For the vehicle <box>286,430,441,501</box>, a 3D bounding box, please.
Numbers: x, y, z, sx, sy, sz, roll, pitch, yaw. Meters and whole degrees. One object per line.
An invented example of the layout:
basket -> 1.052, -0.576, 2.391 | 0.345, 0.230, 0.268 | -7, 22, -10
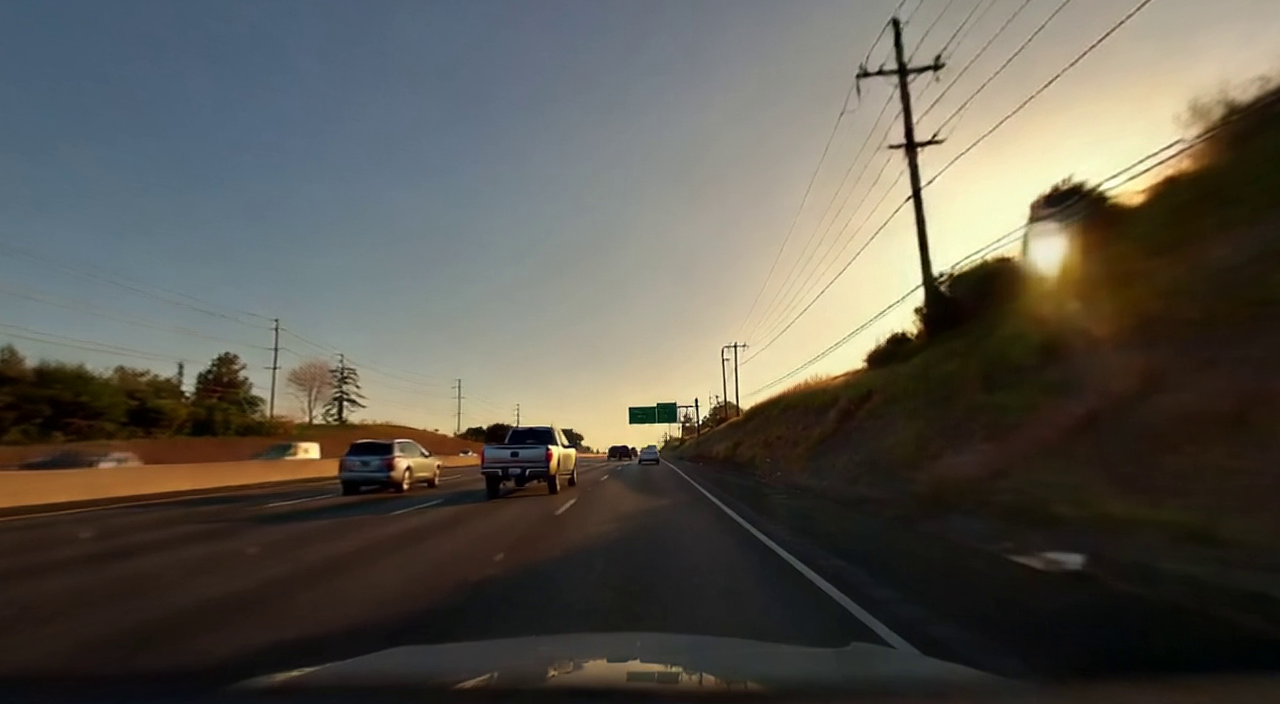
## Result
vehicle -> -7.491, 3.116, 17.740 | 2.143, 1.688, 4.776 | 0, -9, 1

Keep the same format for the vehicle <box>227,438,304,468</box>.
vehicle -> -23.995, 6.487, 40.597 | 2.054, 1.753, 4.574 | 0, -9, 1

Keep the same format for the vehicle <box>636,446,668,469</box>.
vehicle -> 0.789, 7.131, 42.711 | 2.025, 1.485, 4.310 | 0, -9, -1

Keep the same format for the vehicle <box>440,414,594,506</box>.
vehicle -> -3.030, 2.928, 17.510 | 2.972, 2.087, 6.126 | 0, -9, 1

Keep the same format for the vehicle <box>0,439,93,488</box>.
vehicle -> -20.451, 3.624, 20.590 | 1.656, 1.485, 3.729 | 0, -9, 1
